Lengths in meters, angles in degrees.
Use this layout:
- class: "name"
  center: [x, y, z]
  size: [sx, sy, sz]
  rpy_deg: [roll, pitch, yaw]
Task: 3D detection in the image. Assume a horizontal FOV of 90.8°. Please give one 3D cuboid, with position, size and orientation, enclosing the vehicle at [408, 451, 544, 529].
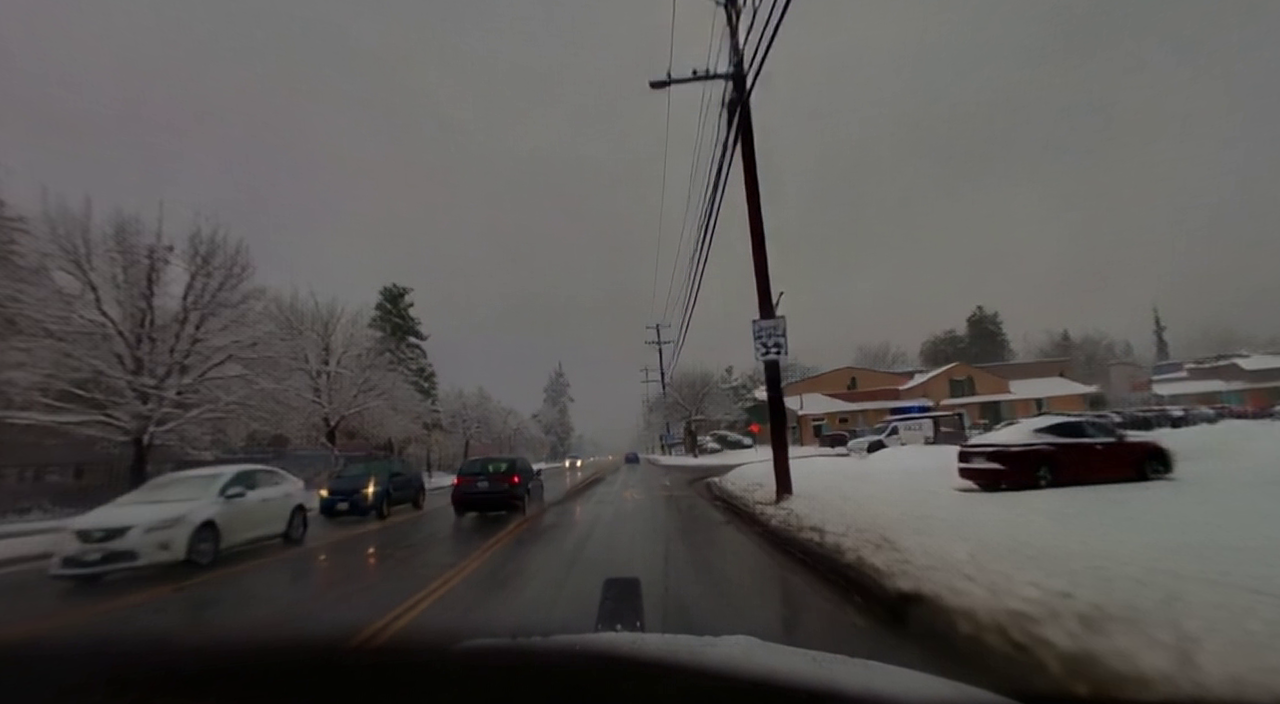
- class: "vehicle"
  center: [-3.485, 2.996, 14.360]
  size: [1.943, 1.455, 4.414]
  rpy_deg: [0, -9, -1]

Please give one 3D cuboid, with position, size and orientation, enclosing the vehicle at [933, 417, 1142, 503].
- class: "vehicle"
  center: [7.912, 2.098, 12.533]
  size: [4.000, 1.440, 1.746]
  rpy_deg: [5, -10, -30]

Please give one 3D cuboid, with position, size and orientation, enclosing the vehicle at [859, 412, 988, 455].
- class: "vehicle"
  center: [13.903, 4.065, 31.311]
  size: [5.266, 2.021, 2.329]
  rpy_deg: [-1, -9, 4]

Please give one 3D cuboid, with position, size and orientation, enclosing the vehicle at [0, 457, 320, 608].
- class: "vehicle"
  center: [-6.699, 2.361, 9.216]
  size: [1.863, 1.506, 4.597]
  rpy_deg: [-3, -9, -3]

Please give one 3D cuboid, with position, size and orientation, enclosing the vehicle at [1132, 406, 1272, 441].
- class: "vehicle"
  center: [27.008, 3.529, 30.511]
  size: [1.855, 1.501, 4.657]
  rpy_deg: [6, -11, -37]

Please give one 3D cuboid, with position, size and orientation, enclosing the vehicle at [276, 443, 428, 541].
- class: "vehicle"
  center: [-6.876, 3.282, 15.616]
  size: [1.855, 1.721, 4.329]
  rpy_deg: [-10, -7, -5]
